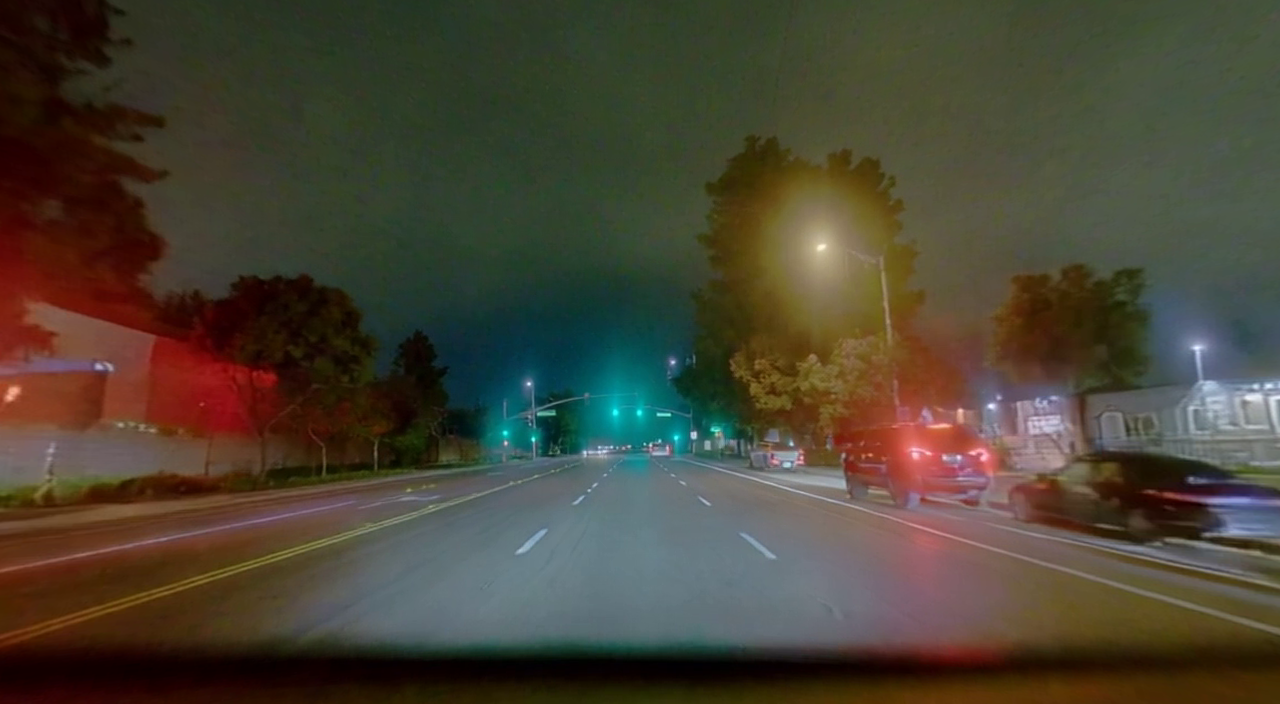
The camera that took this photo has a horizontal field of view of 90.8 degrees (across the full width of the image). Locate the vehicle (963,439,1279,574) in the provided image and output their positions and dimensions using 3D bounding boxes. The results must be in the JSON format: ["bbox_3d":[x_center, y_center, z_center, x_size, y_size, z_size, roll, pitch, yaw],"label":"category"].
[{"bbox_3d":[7.239,2.074,9.575,1.884,1.458,5.146,0,-8,-1],"label":"vehicle"}]

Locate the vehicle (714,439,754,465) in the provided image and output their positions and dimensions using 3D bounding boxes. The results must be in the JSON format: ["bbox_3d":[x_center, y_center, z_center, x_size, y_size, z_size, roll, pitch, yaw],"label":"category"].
[{"bbox_3d":[6.953,7.474,47.367,2.132,1.793,5.003,0,-8,-1],"label":"vehicle"}]

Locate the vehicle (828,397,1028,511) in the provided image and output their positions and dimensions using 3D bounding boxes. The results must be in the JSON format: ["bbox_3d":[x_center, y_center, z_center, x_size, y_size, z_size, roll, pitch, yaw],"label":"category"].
[{"bbox_3d":[7.114,2.636,16.672,2.323,2.433,5.901,0,-8,-1],"label":"vehicle"}]

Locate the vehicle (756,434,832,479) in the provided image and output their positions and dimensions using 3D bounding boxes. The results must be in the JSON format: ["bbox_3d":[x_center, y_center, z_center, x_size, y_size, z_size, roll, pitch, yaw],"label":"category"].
[{"bbox_3d":[7.008,4.819,29.320,2.088,1.848,4.936,0,-9,-2],"label":"vehicle"}]
